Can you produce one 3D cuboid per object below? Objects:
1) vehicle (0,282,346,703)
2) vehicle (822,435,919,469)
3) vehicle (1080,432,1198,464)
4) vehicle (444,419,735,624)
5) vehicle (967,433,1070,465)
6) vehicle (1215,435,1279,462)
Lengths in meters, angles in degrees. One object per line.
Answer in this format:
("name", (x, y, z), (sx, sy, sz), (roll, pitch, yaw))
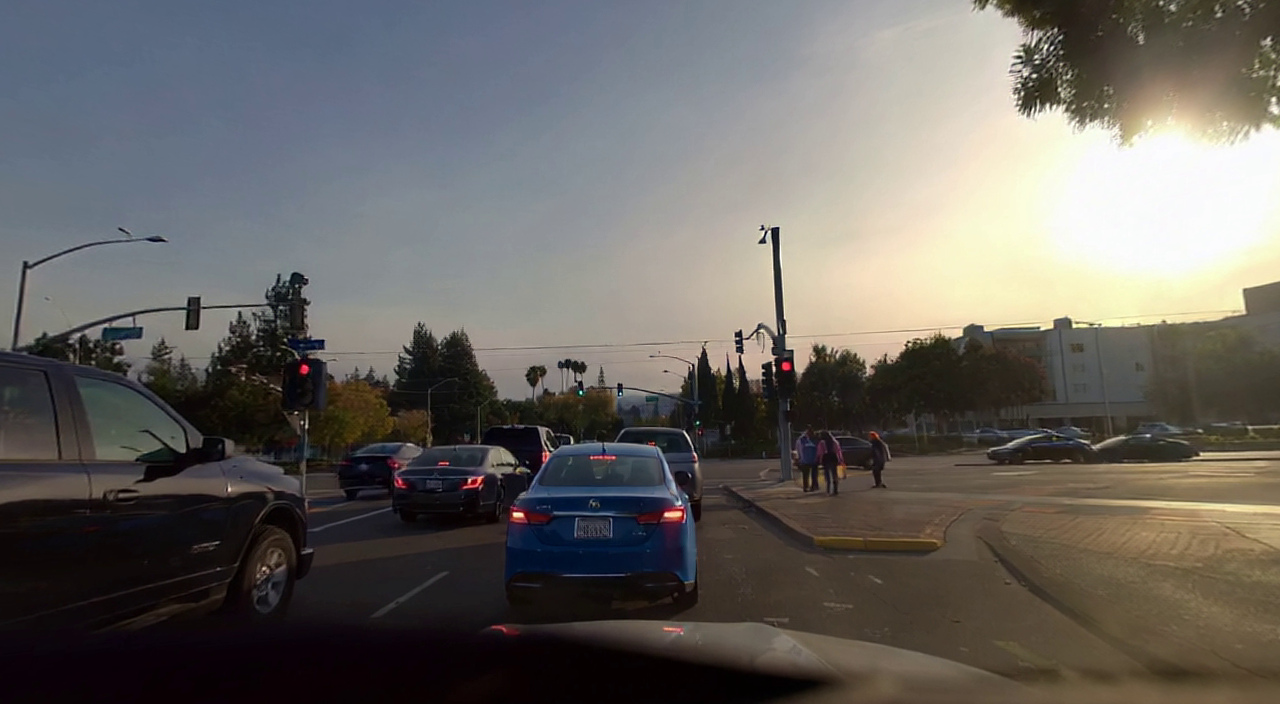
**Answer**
("vehicle", (-3.688, 0.750, 2.836), (2.202, 1.961, 4.980), (0, -9, 1))
("vehicle", (12.202, 5.341, 33.619), (4.394, 1.724, 1.886), (0, -9, 1))
("vehicle", (28.958, 5.575, 36.707), (4.967, 1.794, 2.044), (0, -9, 2))
("vehicle", (-0.370, 1.591, 6.950), (2.144, 1.497, 4.446), (0, -9, 0))
("vehicle", (21.950, 5.654, 36.703), (4.529, 1.786, 2.110), (0, -9, 2))
("vehicle", (36.263, 5.518, 36.134), (4.643, 1.464, 1.840), (0, -9, 2))
